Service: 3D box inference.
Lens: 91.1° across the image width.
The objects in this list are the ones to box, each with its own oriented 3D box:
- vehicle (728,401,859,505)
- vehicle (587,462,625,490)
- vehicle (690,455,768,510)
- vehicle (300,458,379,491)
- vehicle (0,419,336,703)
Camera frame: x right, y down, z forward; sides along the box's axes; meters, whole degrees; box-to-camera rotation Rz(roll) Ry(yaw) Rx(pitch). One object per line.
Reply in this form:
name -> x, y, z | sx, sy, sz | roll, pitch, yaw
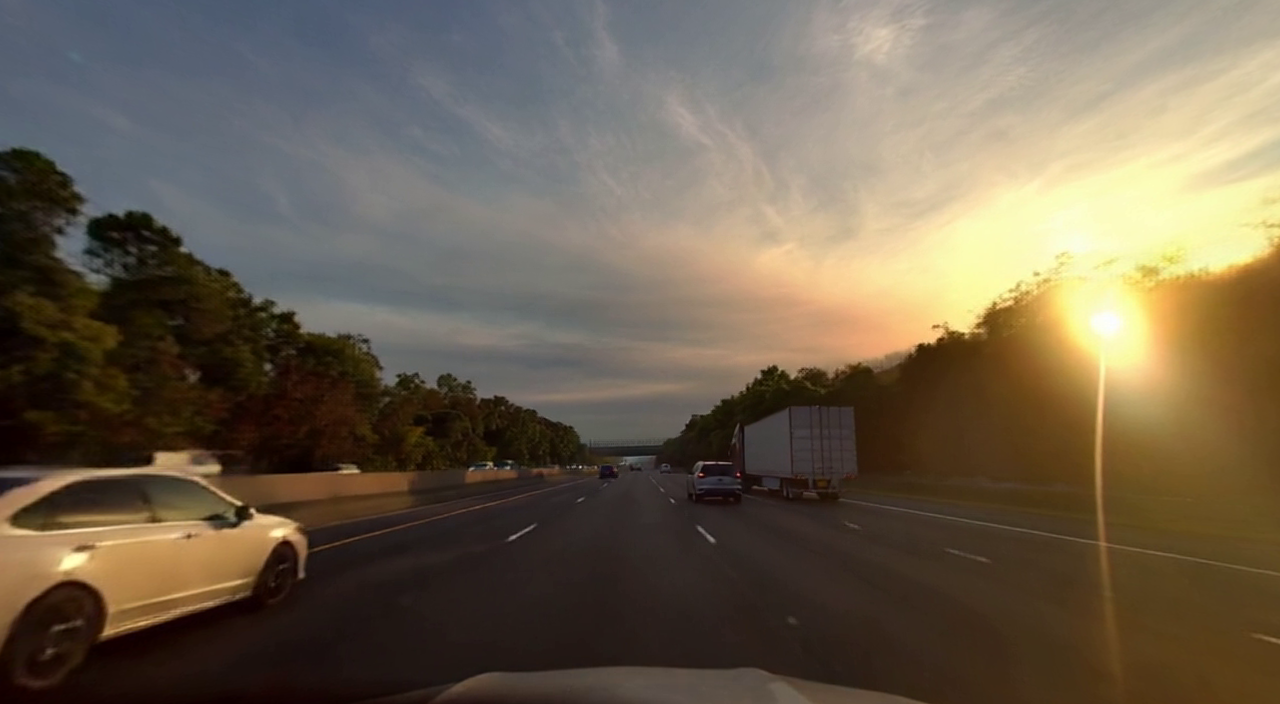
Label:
vehicle -> 7.404, 5.554, 34.017 | 2.883, 4.151, 17.144 | 1, -10, 0
vehicle -> -1.981, 7.482, 38.094 | 2.025, 1.547, 4.150 | 1, -10, 1
vehicle -> 3.077, 4.643, 22.654 | 2.050, 1.708, 4.457 | 1, -10, -1
vehicle -> -15.234, 6.252, 32.113 | 1.941, 1.514, 4.221 | 1, -10, 0
vehicle -> -3.817, 1.131, 3.288 | 2.065, 1.485, 4.682 | 1, -10, 0
